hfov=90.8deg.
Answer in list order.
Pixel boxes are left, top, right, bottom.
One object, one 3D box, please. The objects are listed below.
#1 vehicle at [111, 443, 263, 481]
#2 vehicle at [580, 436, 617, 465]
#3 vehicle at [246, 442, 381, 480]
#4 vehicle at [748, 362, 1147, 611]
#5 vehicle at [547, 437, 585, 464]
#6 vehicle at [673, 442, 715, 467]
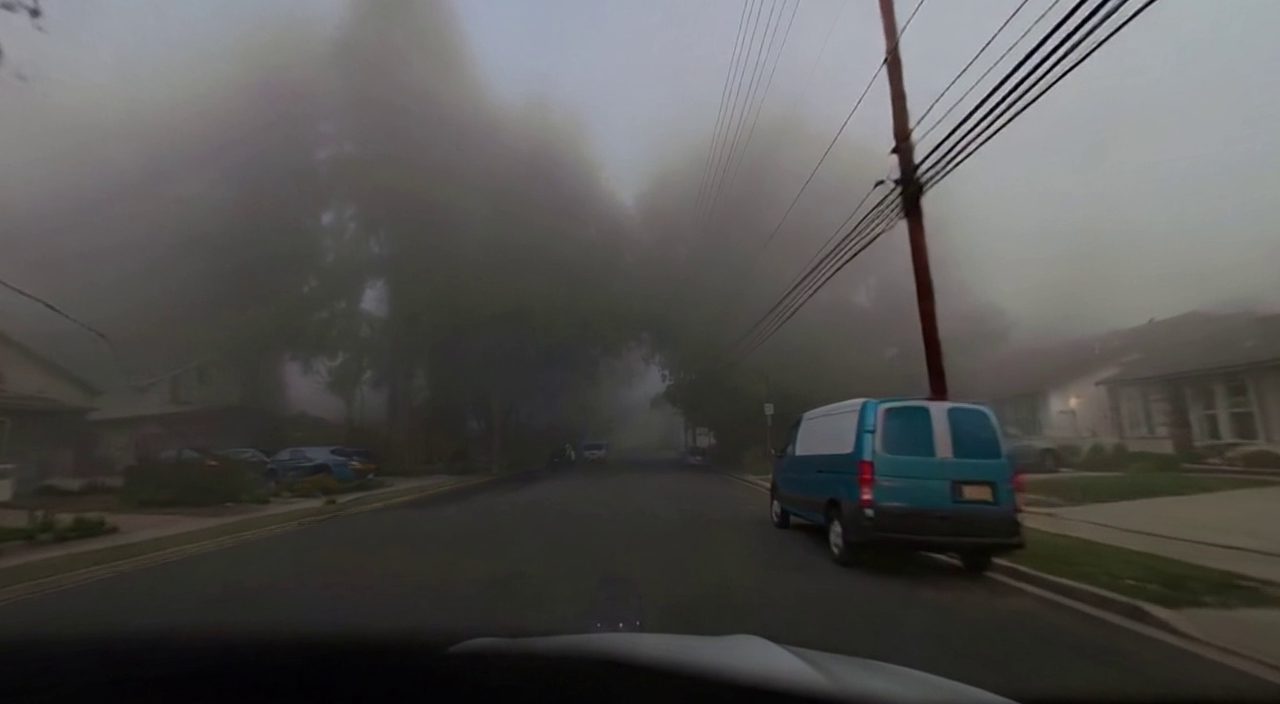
[{"bbox_3d":[-18.435,4.473,25.874,4.615,1.482,2.073,0,-8,2],"label":"vehicle"},{"bbox_3d":[-2.747,6.686,43.027,2.032,1.836,4.520,0,-8,2],"label":"vehicle"},{"bbox_3d":[-13.284,4.454,25.948,4.443,1.475,1.932,0,-9,-1],"label":"vehicle"},{"bbox_3d":[3.015,1.497,7.935,2.311,2.069,5.156,0,-8,-1],"label":"vehicle"},{"bbox_3d":[-5.555,7.524,48.168,2.263,1.915,5.071,0,-8,1],"label":"vehicle"},{"bbox_3d":[3.314,6.373,39.362,1.944,1.439,4.500,0,-9,-4],"label":"vehicle"}]
